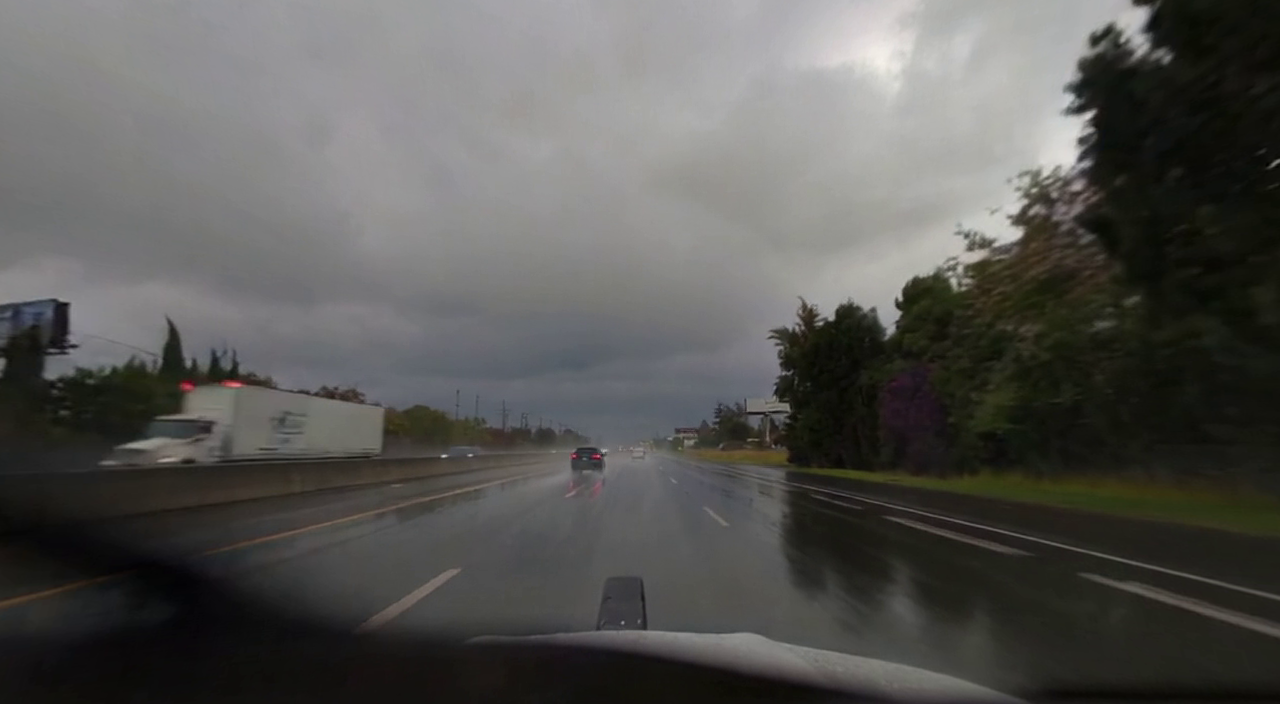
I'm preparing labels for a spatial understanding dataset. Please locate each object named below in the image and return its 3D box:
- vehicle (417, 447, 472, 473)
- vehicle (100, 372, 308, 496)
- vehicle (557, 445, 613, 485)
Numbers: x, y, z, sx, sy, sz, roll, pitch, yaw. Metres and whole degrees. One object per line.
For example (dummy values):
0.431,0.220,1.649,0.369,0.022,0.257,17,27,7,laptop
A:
-12.041,6.673,39.177,1.919,1.484,4.645,0,-9,0,vehicle
-16.250,3.235,24.333,3.139,4.120,6.607,0,-9,0,vehicle
-2.213,4.707,26.506,1.916,1.494,4.335,0,-9,0,vehicle
